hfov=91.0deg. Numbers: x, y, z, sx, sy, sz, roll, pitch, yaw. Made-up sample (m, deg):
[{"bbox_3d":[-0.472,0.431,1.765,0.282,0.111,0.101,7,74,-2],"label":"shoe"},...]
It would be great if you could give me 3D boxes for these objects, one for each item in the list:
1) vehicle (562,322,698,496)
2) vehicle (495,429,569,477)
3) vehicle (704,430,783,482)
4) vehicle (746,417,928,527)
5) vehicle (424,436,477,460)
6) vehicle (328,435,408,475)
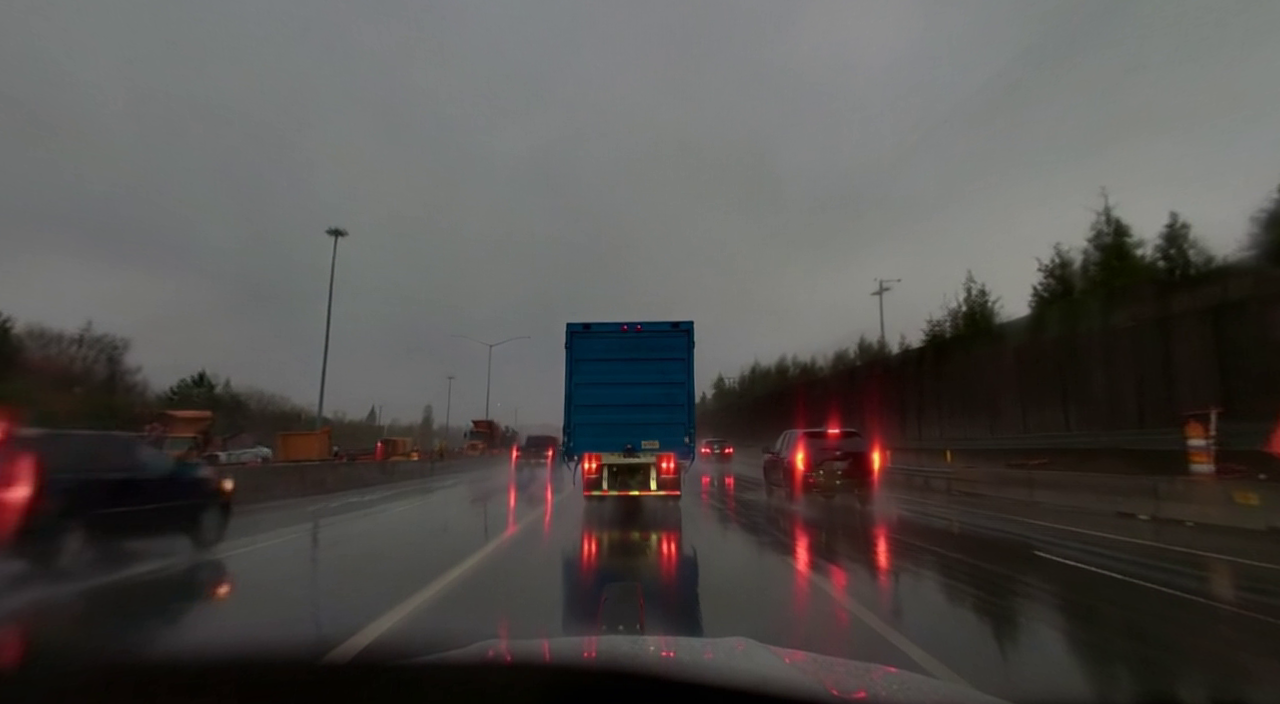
[{"bbox_3d":[-0.201,2.028,19.419,3.067,3.940,10.154,0,-9,0],"label":"vehicle"},{"bbox_3d":[-4.246,4.079,25.572,2.095,1.736,4.529,0,-9,1],"label":"vehicle"},{"bbox_3d":[3.711,3.827,23.366,1.998,1.713,4.149,1,-9,-4],"label":"vehicle"},{"bbox_3d":[3.459,2.211,12.063,2.103,1.713,4.173,0,-9,0],"label":"vehicle"},{"bbox_3d":[-12.578,6.401,41.995,1.887,1.511,4.152,-1,-9,6],"label":"vehicle"},{"bbox_3d":[-13.020,4.933,30.537,2.054,1.708,4.663,3,-8,-4],"label":"vehicle"}]
